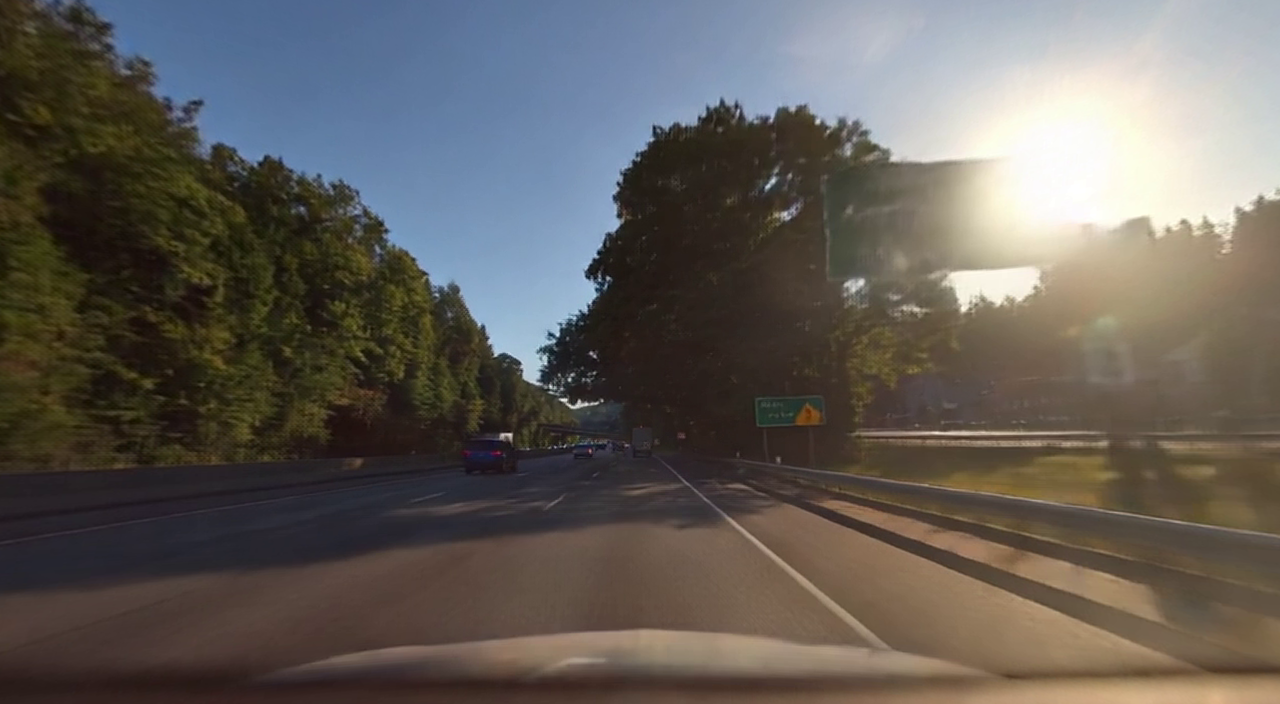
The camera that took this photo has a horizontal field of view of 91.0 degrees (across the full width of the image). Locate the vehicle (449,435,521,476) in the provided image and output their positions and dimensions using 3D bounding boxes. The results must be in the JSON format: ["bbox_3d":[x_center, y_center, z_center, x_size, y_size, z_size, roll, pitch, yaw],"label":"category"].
[{"bbox_3d":[-7.367,4.969,30.464,2.253,1.815,4.618,0,-9,1],"label":"vehicle"}]
